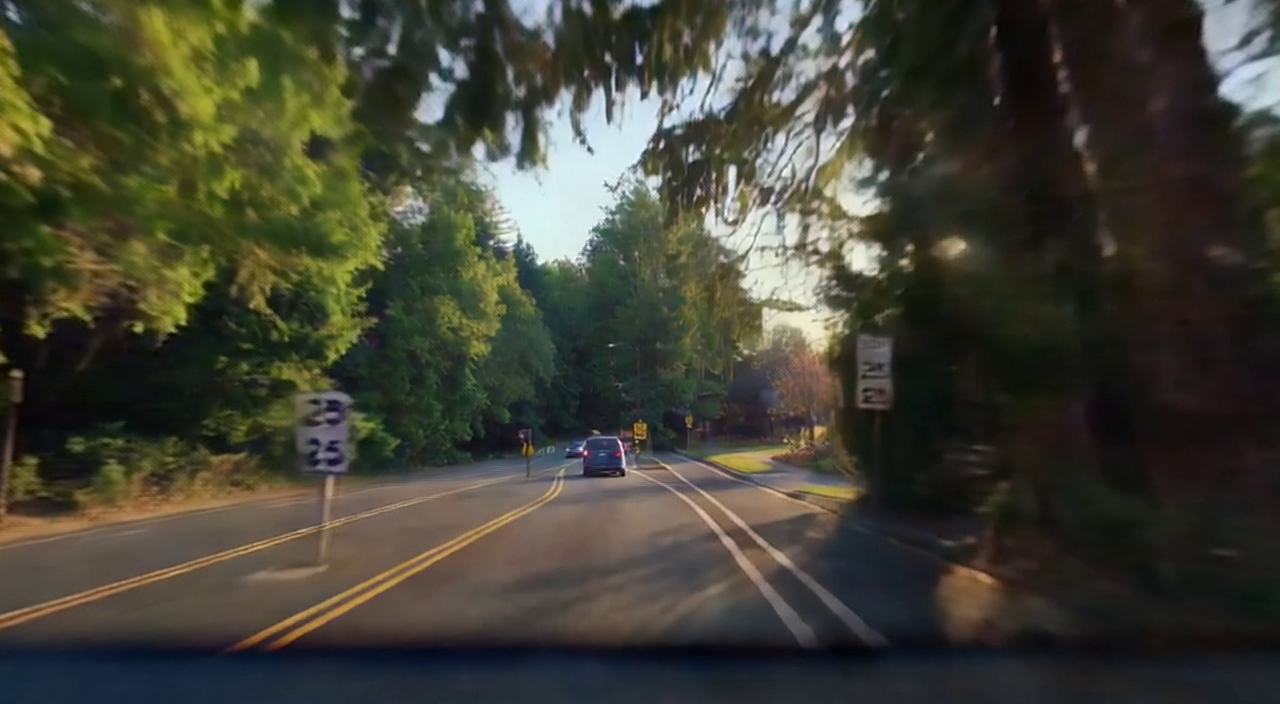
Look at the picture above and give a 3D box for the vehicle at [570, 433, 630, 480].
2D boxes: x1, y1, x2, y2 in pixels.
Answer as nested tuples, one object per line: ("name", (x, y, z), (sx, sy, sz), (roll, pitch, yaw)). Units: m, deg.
("vehicle", (-1.615, 4.186, 25.410), (2.216, 1.708, 4.110), (1, -9, -4))
